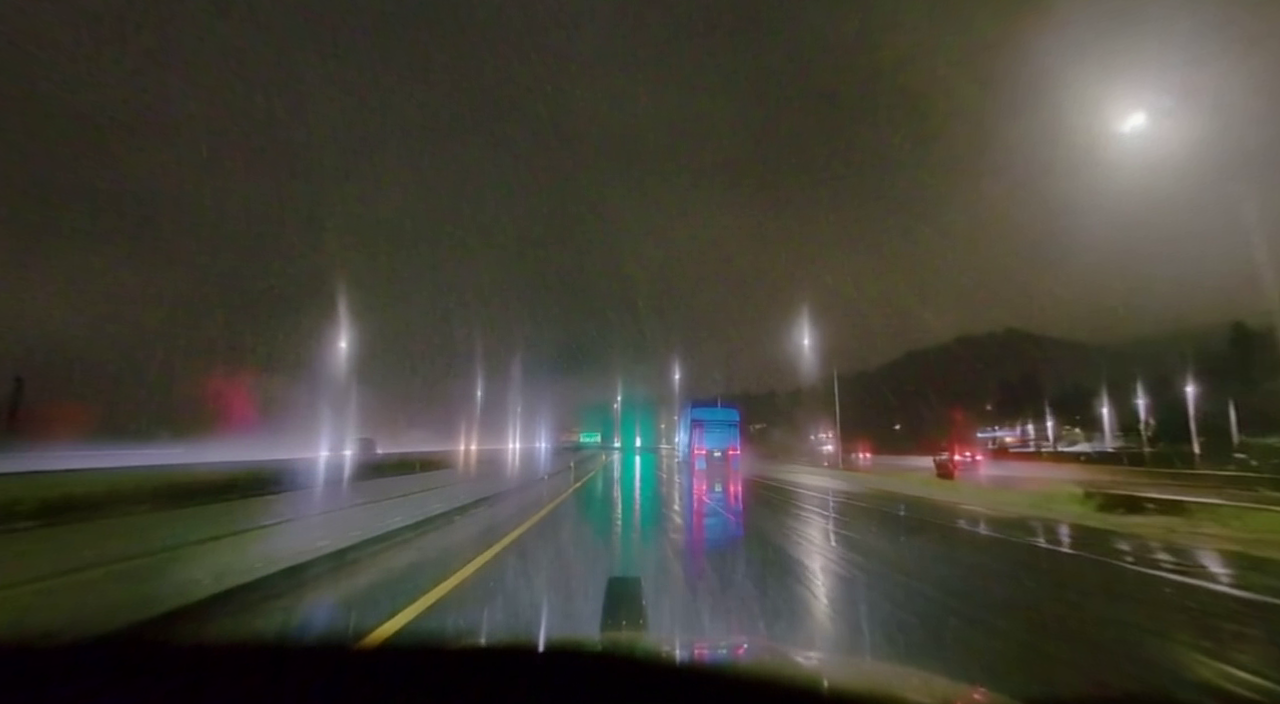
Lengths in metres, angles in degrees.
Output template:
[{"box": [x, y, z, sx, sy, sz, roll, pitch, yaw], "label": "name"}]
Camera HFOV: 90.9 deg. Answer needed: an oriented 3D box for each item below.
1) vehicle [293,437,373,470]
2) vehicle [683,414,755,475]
[{"box": [-17.573, 5.825, 36.456, 2.038, 1.756, 5.218, 0, -8, 0], "label": "vehicle"}, {"box": [3.462, 4.267, 29.025, 2.430, 2.495, 6.062, 0, -8, -1], "label": "vehicle"}]
